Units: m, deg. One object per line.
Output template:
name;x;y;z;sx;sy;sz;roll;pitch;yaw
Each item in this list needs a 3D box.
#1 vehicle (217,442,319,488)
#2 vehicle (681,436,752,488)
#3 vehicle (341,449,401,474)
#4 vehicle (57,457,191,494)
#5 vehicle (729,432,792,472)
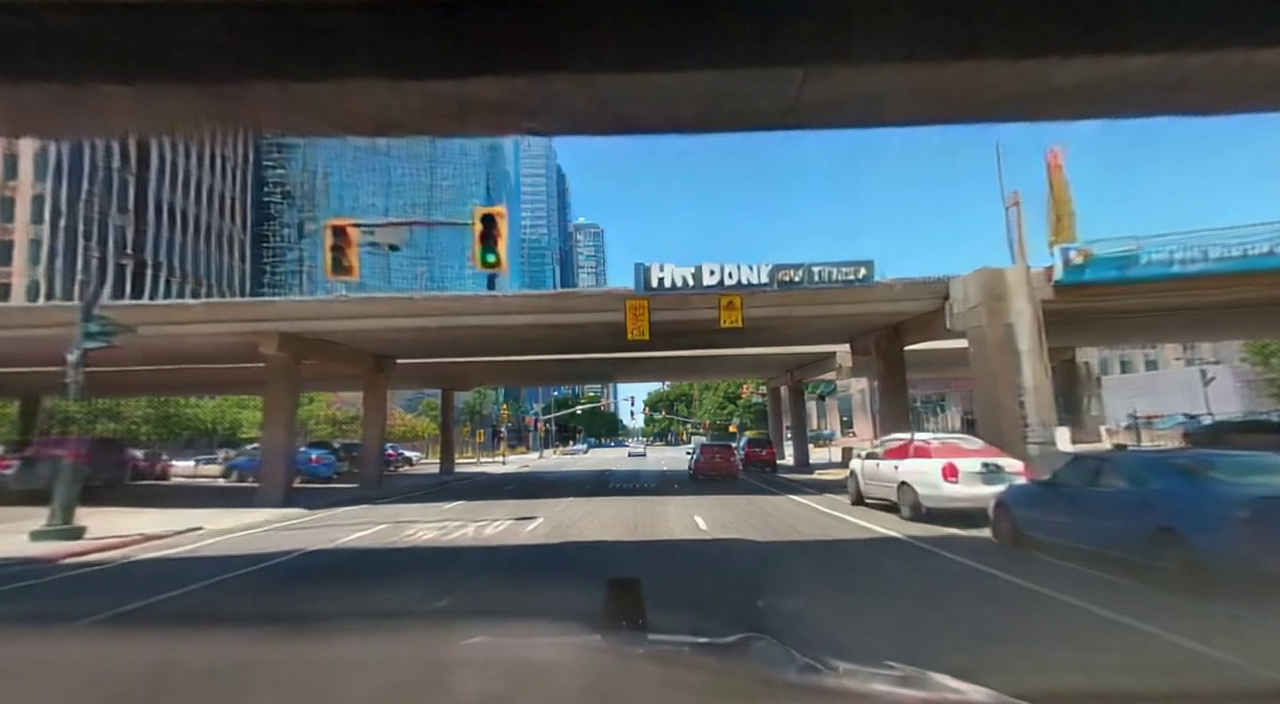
vehicle;-17.992;5.426;30.793;2.167;2.024;4.589;0;-8;-1
vehicle;2.499;3.697;21.540;1.947;1.576;3.825;0;-8;0
vehicle;-17.777;7.252;41.932;1.985;1.505;4.275;-1;-8;2
vehicle;-24.569;5.866;30.339;2.128;1.493;4.955;-1;-8;2
vehicle;6.858;5.781;36.677;2.433;2.116;5.789;0;-8;-1
